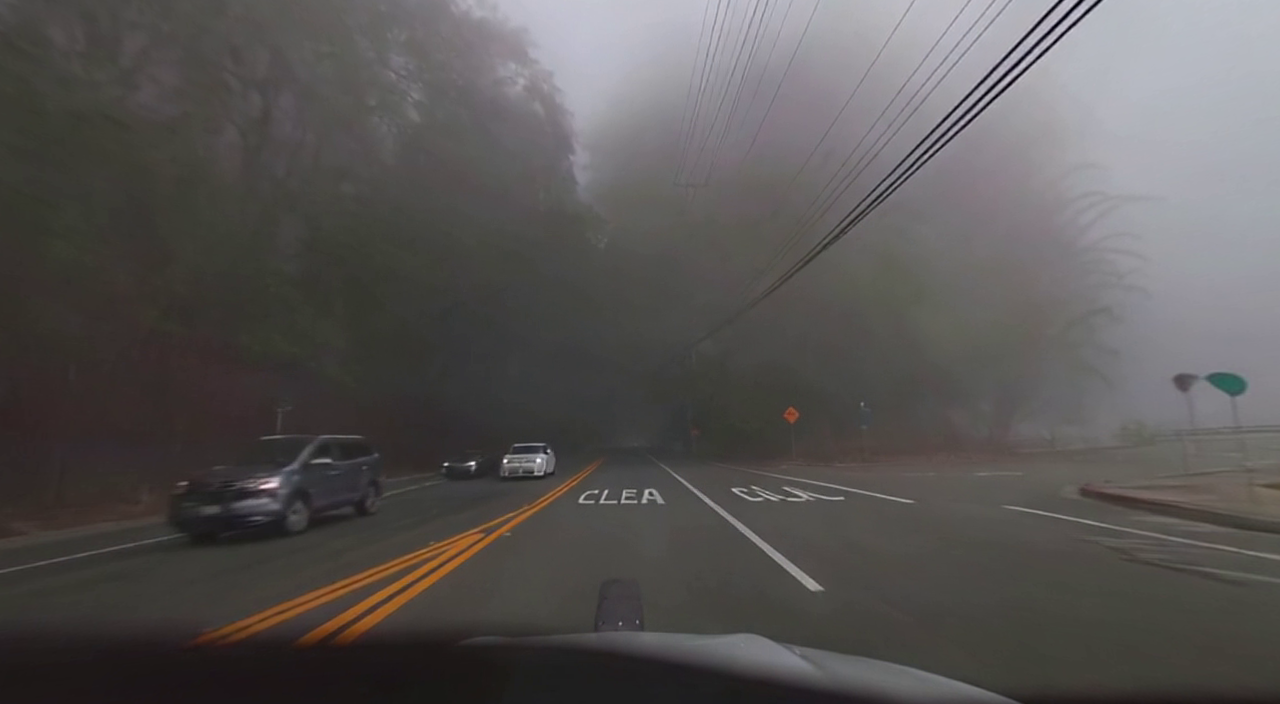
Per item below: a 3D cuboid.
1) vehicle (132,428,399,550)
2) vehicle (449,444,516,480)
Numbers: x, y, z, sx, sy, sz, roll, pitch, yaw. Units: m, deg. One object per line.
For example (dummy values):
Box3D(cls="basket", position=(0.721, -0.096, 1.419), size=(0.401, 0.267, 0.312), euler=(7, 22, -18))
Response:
Box3D(cls="vehicle", position=(-6.217, 2.290, 11.322), size=(2.157, 1.711, 4.460), euler=(0, -9, -2))
Box3D(cls="vehicle", position=(-7.270, 5.129, 29.683), size=(2.056, 1.516, 4.386), euler=(0, -9, 0))
